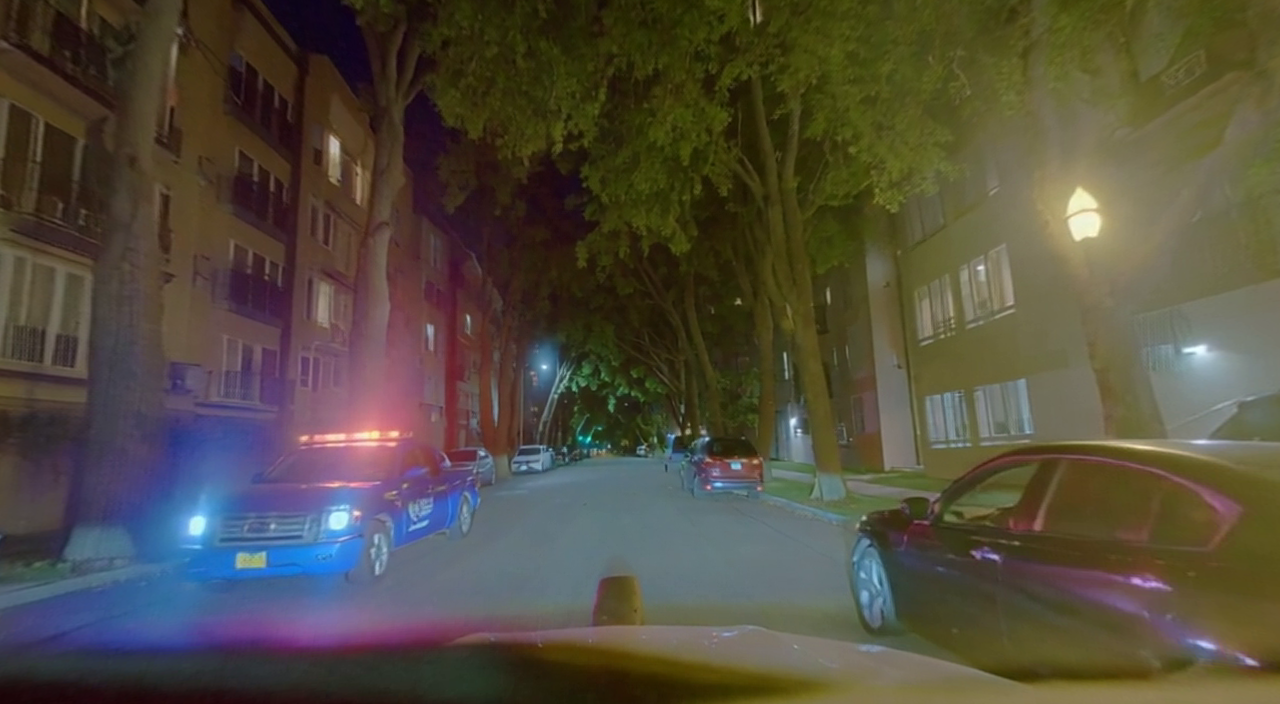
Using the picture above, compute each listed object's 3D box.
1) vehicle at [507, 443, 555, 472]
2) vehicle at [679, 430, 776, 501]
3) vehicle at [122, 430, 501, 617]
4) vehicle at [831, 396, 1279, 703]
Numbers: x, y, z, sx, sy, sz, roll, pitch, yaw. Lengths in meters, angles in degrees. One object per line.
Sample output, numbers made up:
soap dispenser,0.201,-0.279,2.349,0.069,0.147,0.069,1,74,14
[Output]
vehicle,-6.362,6.198,37.377,1.959,1.490,4.361,0,-7,1
vehicle,2.199,2.979,17.049,1.878,1.664,4.033,0,-8,-3
vehicle,-3.224,1.735,7.484,1.966,1.515,4.394,0,-8,3
vehicle,2.610,1.023,2.792,1.845,1.479,4.727,0,-8,-3
